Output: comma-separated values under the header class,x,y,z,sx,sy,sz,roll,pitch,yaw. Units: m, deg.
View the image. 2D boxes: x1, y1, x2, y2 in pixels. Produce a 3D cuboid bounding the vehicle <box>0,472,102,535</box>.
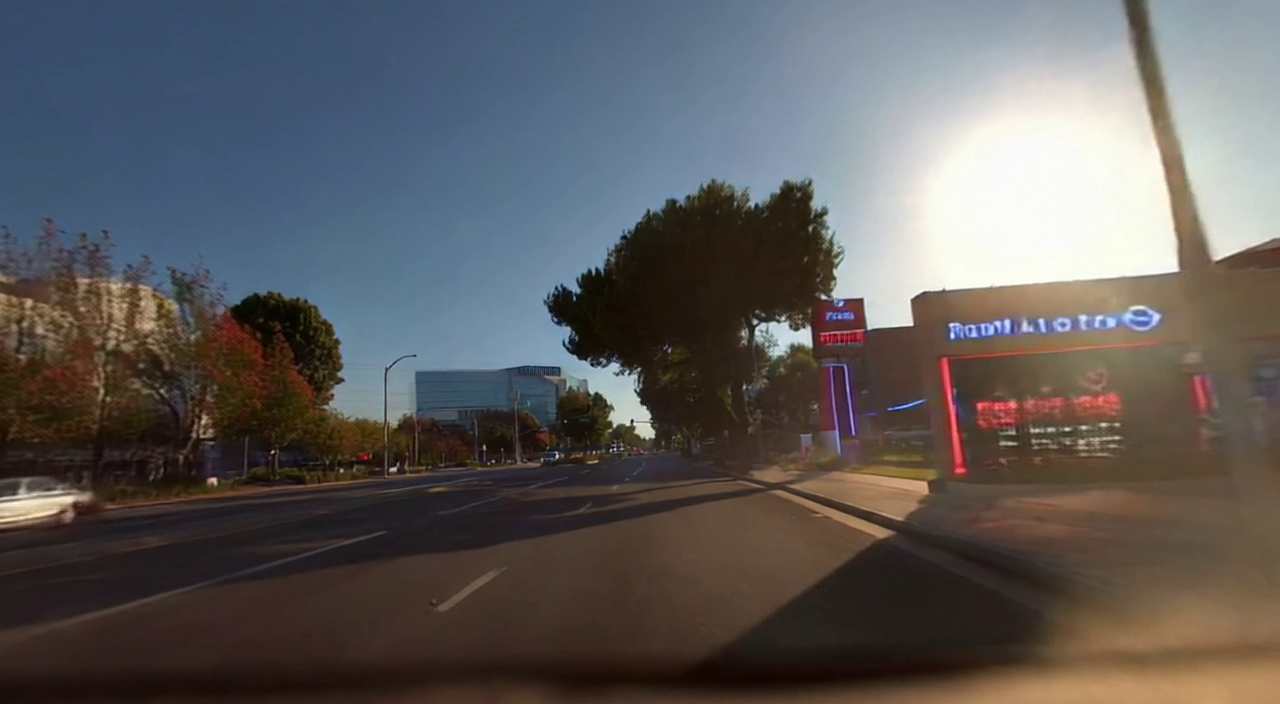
class,x,y,z,sx,sy,sz,roll,pitch,yaw
vehicle,-17.119,3.984,16.542,1.834,1.469,4.496,0,-9,2
